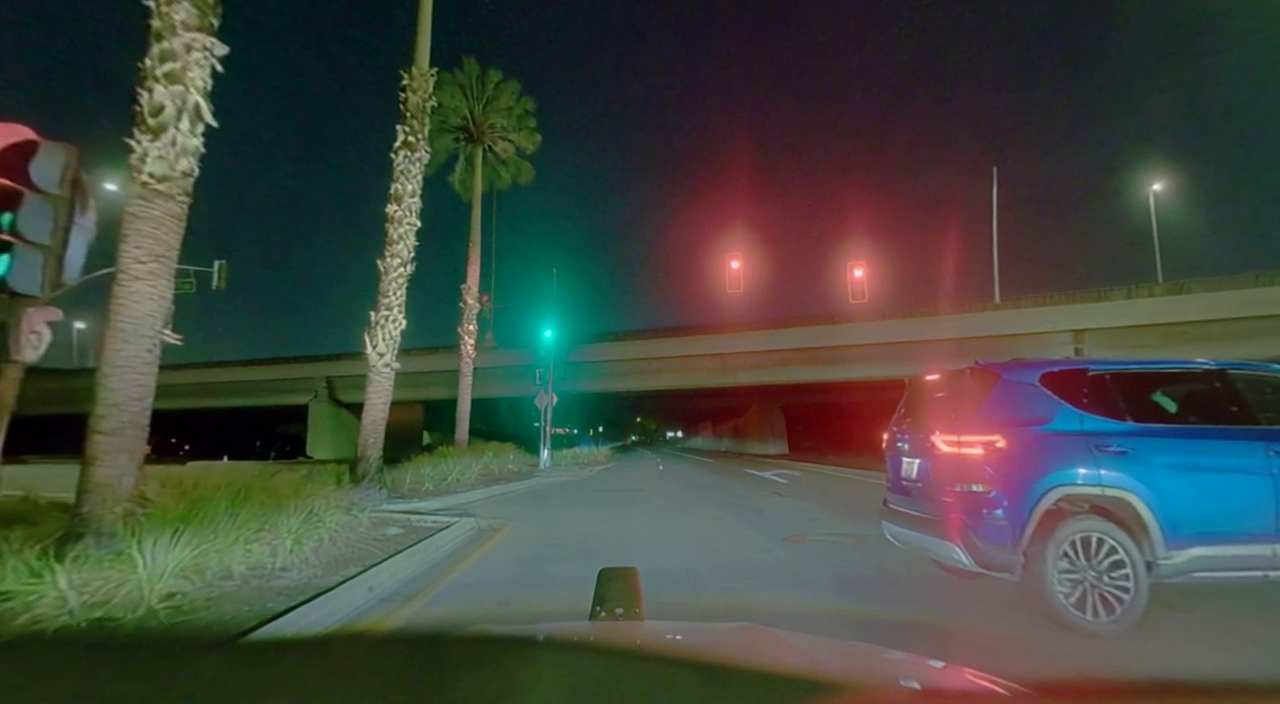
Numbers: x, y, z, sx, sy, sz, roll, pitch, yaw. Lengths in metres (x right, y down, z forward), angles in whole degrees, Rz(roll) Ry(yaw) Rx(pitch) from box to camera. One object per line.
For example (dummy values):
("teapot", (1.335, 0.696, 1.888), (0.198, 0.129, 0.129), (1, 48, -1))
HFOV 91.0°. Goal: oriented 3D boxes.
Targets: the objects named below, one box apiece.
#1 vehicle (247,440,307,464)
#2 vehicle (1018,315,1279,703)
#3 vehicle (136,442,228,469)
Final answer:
("vehicle", (-26.260, 7.212, 45.640), (1.941, 1.631, 4.017), (0, -9, 0))
("vehicle", (3.445, 0.631, 1.602), (2.028, 1.770, 4.737), (0, -9, 1))
("vehicle", (-26.554, 6.021, 36.681), (1.830, 1.443, 4.551), (0, -9, 2))
